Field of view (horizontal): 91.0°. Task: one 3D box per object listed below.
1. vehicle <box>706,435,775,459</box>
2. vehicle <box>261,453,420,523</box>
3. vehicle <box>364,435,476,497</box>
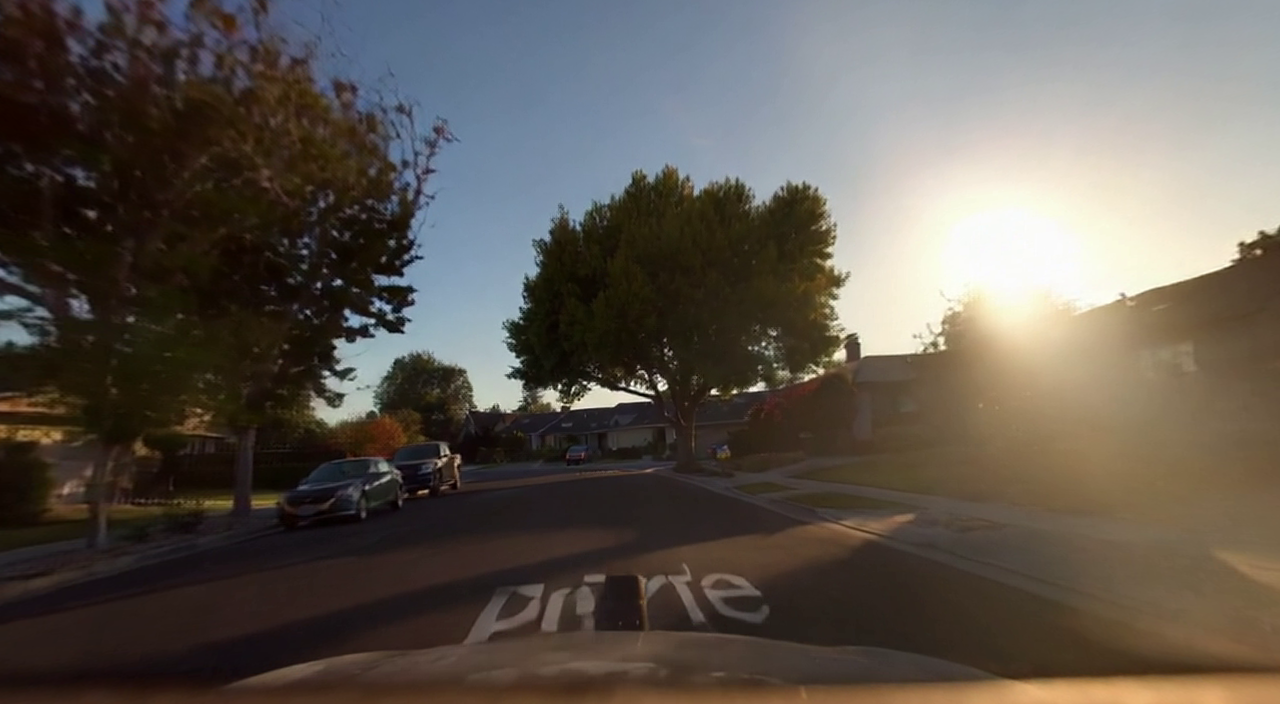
[{"bbox_3d":[7.245,6.858,45.591,4.533,1.557,1.981,2,-6,-14],"label":"vehicle"},{"bbox_3d":[-6.954,3.165,15.185,2.017,1.397,4.004,0,-9,-3],"label":"vehicle"},{"bbox_3d":[-7.653,4.020,22.683,2.338,1.925,5.725,0,-9,-4],"label":"vehicle"}]
